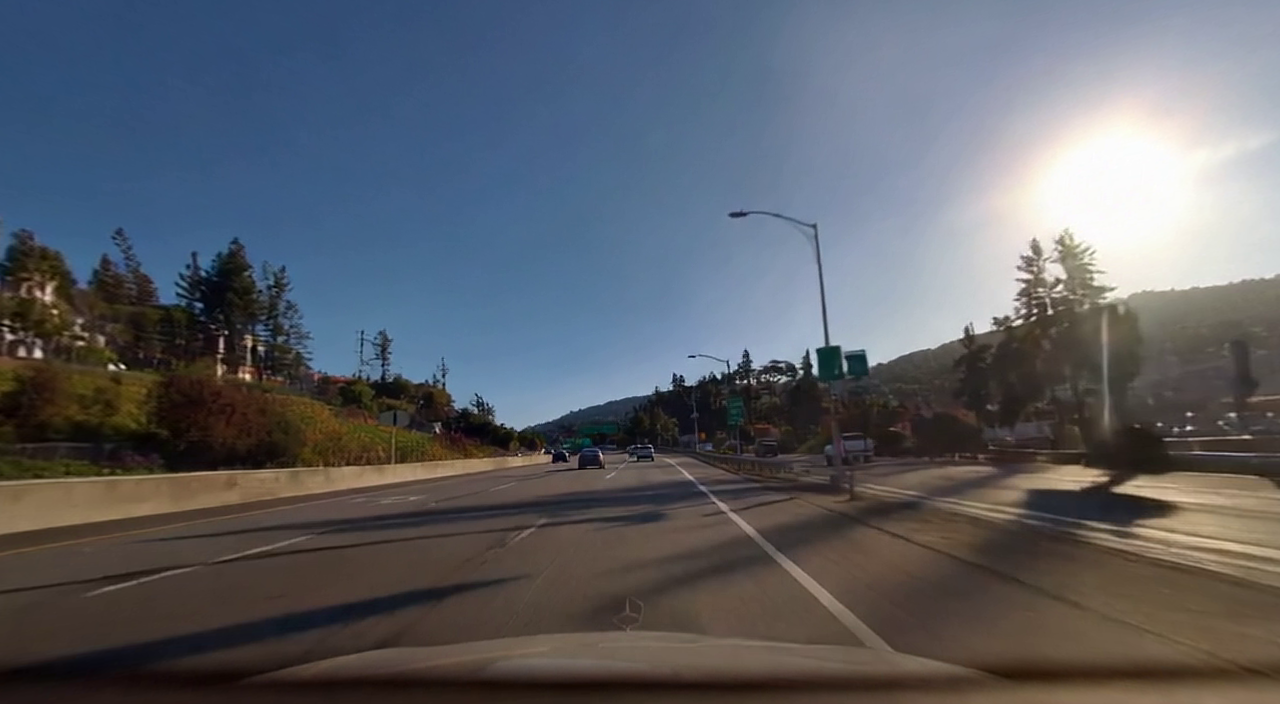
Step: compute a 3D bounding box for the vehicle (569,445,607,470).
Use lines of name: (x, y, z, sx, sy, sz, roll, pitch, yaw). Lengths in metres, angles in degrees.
vehicle: (-3.334, 6.868, 41.325, 2.112, 1.489, 4.266, 0, -8, 0)
